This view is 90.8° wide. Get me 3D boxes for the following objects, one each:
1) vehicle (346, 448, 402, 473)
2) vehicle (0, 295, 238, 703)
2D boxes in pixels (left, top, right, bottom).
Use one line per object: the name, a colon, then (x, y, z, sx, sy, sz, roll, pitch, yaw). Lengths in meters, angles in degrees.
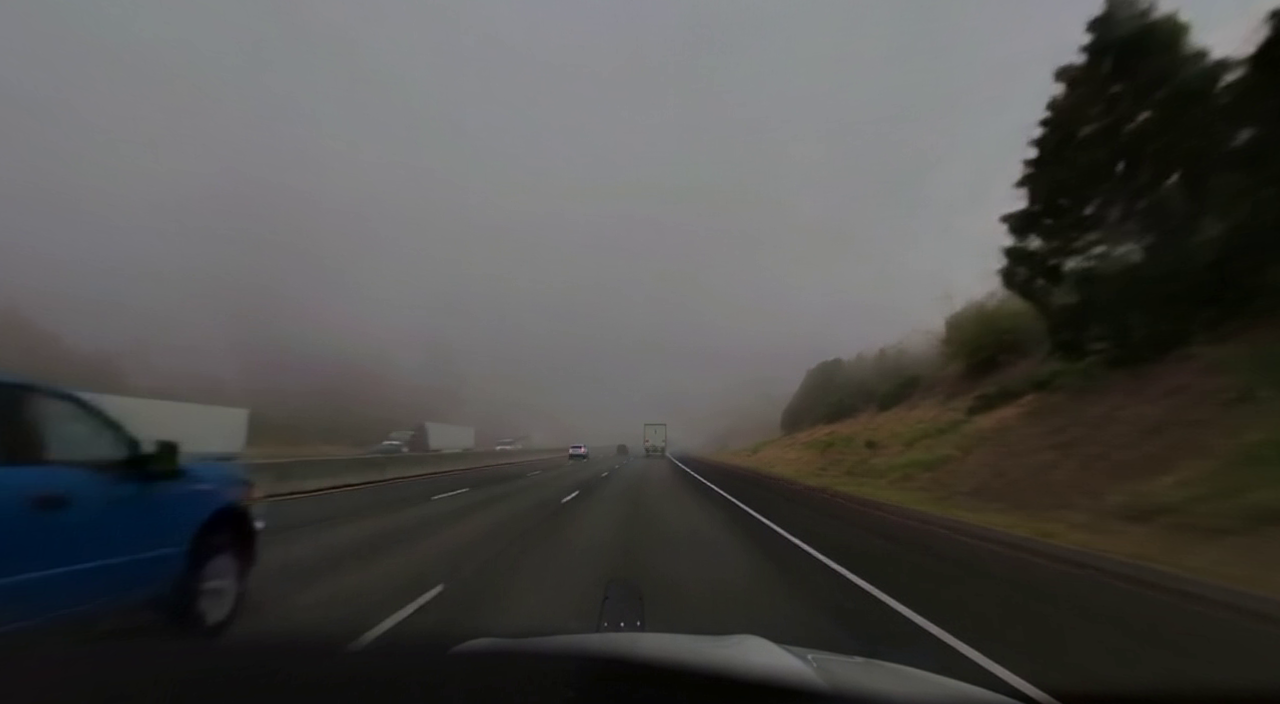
vehicle: (-17.945, 7.307, 42.761, 1.944, 1.613, 4.166, 0, -9, 1)
vehicle: (-3.992, 0.572, 1.790, 2.216, 1.949, 5.237, 0, -9, 0)
